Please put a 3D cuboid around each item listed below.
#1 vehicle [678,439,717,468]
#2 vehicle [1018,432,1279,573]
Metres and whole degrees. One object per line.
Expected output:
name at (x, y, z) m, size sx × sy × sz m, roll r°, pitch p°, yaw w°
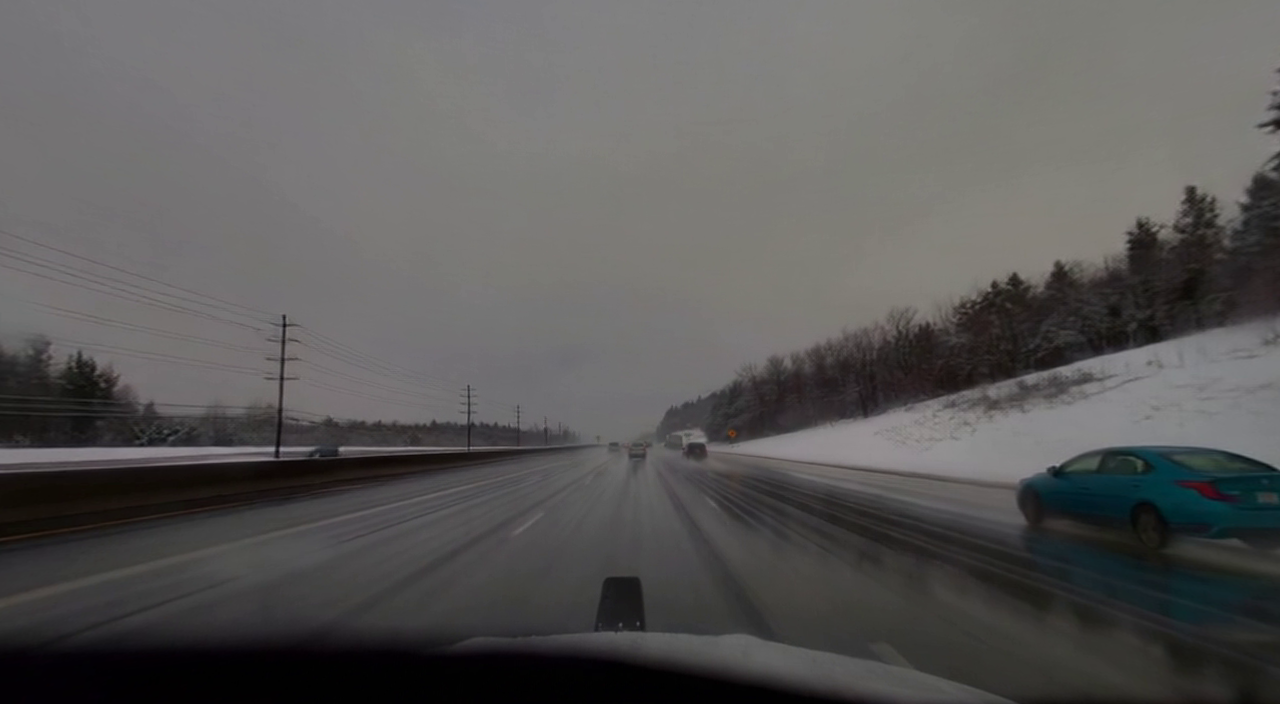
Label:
vehicle at (3.736, 6.733, 41.873) m, size 2.159 × 1.782 × 4.673 m, roll 1°, pitch -9°, yaw 0°
vehicle at (8.053, 2.019, 9.299) m, size 1.970 × 1.545 × 4.818 m, roll 0°, pitch -8°, yaw 0°
